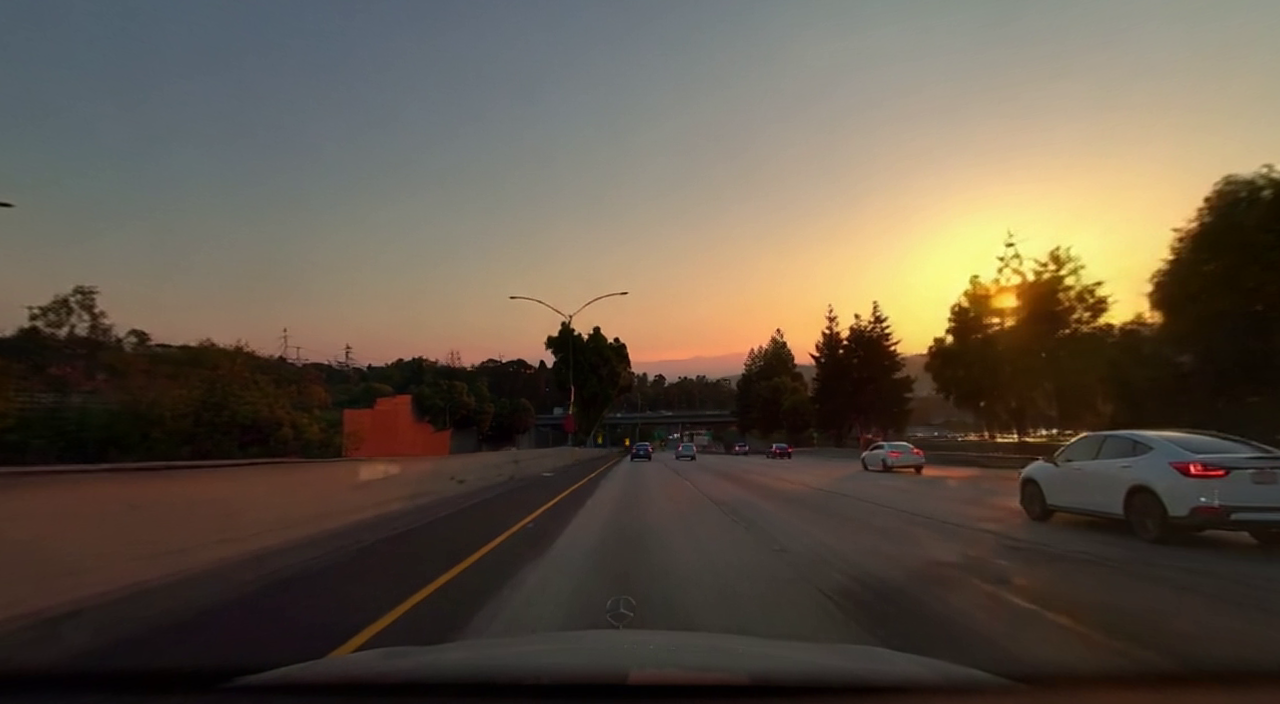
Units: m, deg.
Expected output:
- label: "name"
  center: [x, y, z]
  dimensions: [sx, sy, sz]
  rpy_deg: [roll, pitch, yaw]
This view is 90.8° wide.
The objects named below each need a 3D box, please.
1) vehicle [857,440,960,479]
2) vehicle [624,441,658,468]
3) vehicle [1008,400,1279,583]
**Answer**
- label: "vehicle"
  center: [10.968, 4.403, 26.284]
  dimensions: [2.087, 1.442, 4.834]
  rpy_deg: [0, -8, -1]
- label: "vehicle"
  center: [0.001, 6.459, 40.024]
  dimensions: [1.864, 1.566, 4.446]
  rpy_deg: [-1, -8, -3]
- label: "vehicle"
  center: [6.942, 1.572, 7.759]
  dimensions: [2.027, 1.679, 4.543]
  rpy_deg: [0, -8, -1]
